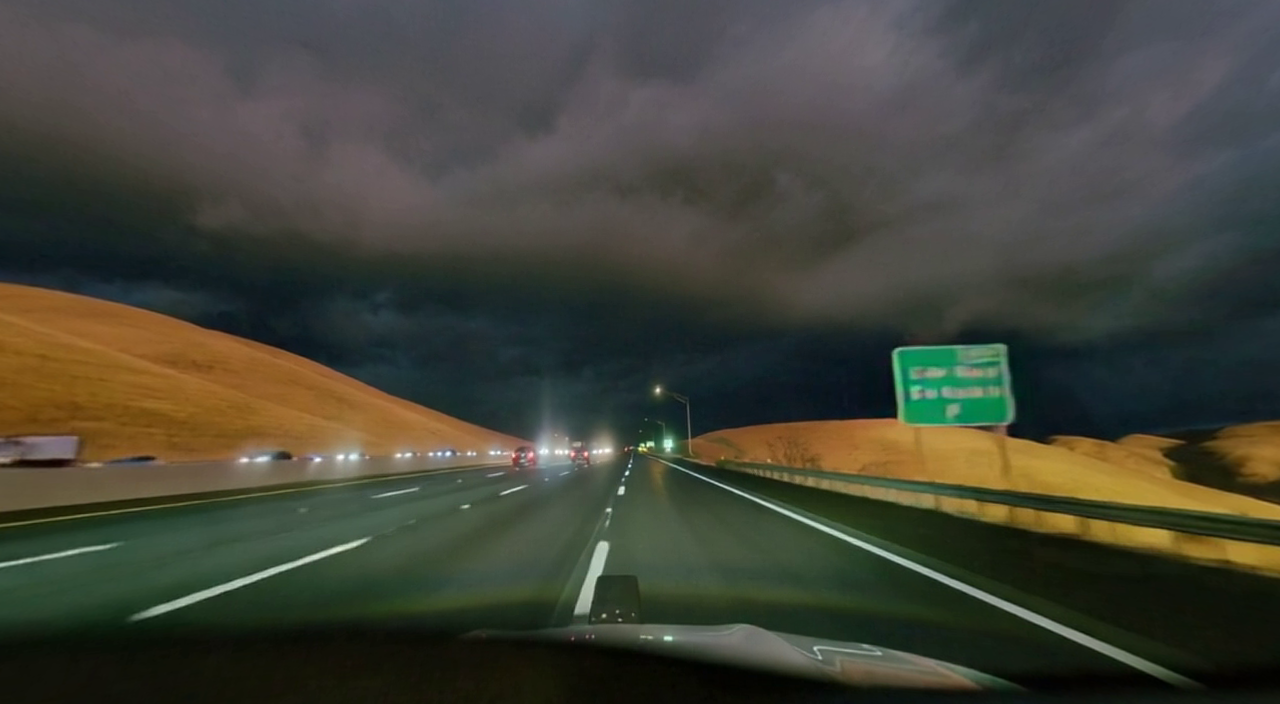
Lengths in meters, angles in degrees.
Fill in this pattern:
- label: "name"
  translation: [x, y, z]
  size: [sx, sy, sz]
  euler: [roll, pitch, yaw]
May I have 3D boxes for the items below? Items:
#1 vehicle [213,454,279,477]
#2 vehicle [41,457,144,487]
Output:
- label: "vehicle"
  translation: [-27.346, 7.851, 43.827]
  size: [1.834, 1.478, 4.311]
  euler: [0, -9, -1]
- label: "vehicle"
  translation: [-30.943, 6.766, 35.804]
  size: [1.871, 1.480, 4.478]
  euler: [0, -9, -1]
